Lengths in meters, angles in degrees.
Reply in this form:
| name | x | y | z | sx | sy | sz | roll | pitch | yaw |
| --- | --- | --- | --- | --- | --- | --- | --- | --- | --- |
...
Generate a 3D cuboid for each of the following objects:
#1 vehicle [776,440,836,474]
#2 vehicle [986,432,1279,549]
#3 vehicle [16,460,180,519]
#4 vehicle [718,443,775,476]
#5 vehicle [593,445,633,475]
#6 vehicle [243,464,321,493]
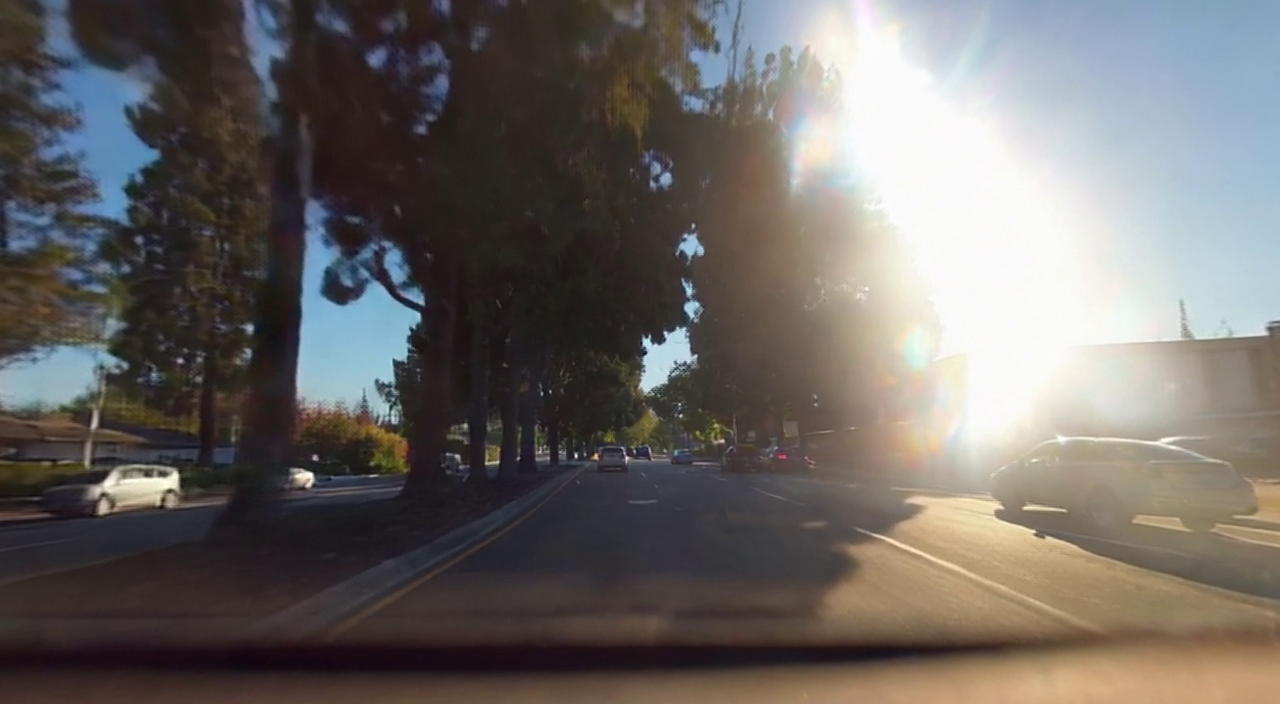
| name | x | y | z | sx | sy | sz | roll | pitch | yaw |
| --- | --- | --- | --- | --- | --- | --- | --- | --- | --- |
| vehicle | 8.698 | 5.513 | 33.437 | 1.945 | 1.687 | 4.292 | 0 | -8 | -1 |
| vehicle | 8.061 | 2.144 | 10.602 | 1.888 | 1.508 | 4.646 | 0 | -8 | 1 |
| vehicle | -19.188 | 4.850 | 22.728 | 2.013 | 1.655 | 4.604 | -2 | -8 | -3 |
| vehicle | 5.002 | 5.088 | 30.169 | 2.020 | 1.472 | 3.958 | 0 | -8 | 0 |
| vehicle | -1.461 | 5.874 | 34.632 | 2.077 | 1.477 | 3.897 | 0 | -8 | -2 |
| vehicle | -19.313 | 6.823 | 34.304 | 1.769 | 1.344 | 3.947 | -1 | -8 | 2 |
